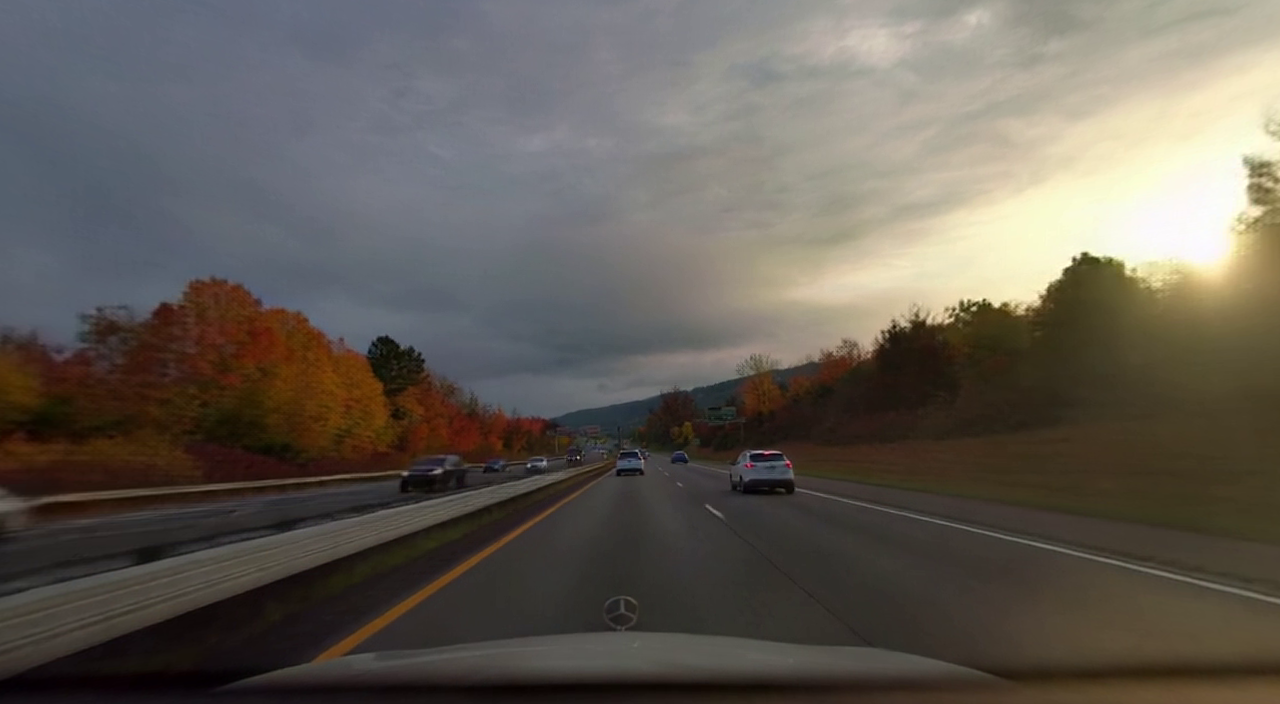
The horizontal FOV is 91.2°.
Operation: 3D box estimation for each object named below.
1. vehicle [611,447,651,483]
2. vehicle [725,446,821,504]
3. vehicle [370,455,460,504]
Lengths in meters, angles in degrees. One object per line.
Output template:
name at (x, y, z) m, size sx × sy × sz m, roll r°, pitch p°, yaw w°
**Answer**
vehicle at (-0.438, 5.805, 32.458) m, size 1.937 × 1.699 × 3.936 m, roll -1°, pitch -9°, yaw 0°
vehicle at (3.788, 3.557, 18.616) m, size 1.843 × 1.505 × 4.339 m, roll 0°, pitch -9°, yaw -1°
vehicle at (-9.078, 5.149, 25.732) m, size 1.932 × 1.738 × 4.571 m, roll -1°, pitch -9°, yaw 1°
